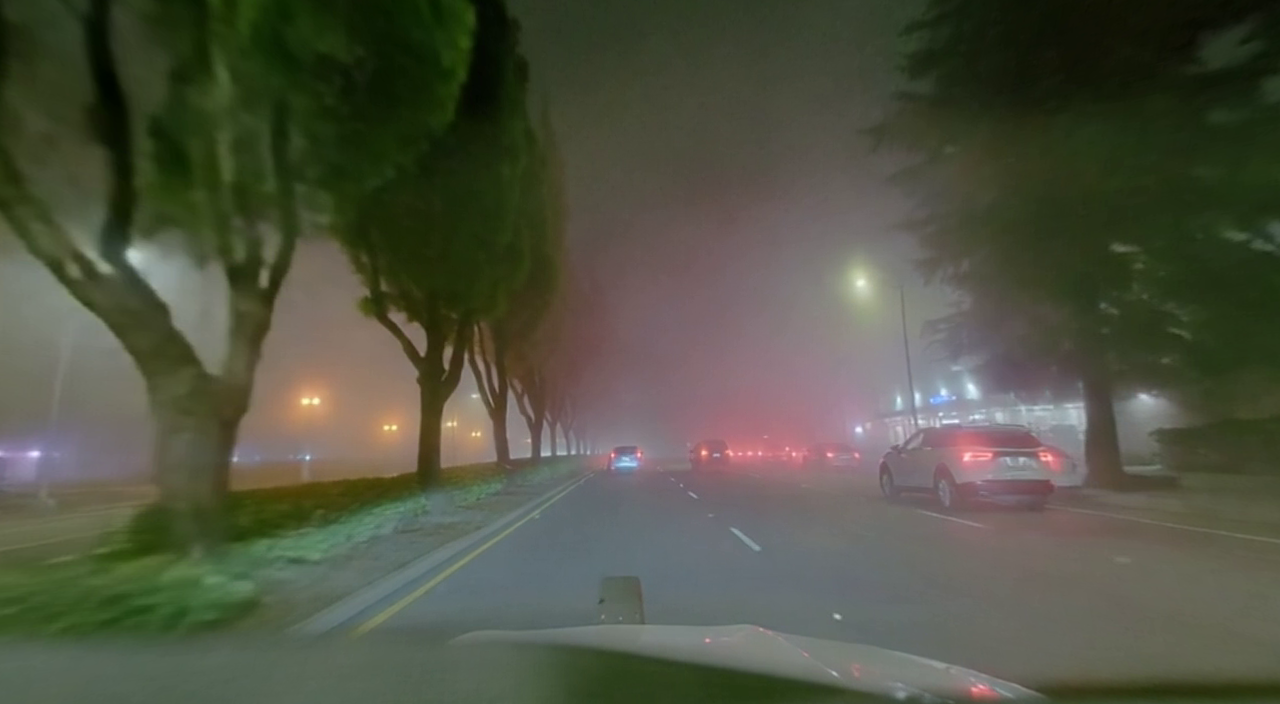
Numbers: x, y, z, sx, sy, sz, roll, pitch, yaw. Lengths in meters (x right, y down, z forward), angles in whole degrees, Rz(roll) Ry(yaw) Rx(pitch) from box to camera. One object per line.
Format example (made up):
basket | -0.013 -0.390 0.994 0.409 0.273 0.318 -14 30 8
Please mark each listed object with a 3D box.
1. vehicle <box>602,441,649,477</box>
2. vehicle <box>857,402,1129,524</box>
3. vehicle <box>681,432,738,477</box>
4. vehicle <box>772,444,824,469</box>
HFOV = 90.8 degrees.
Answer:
vehicle | -0.673 4.922 29.275 2.037 1.568 3.693 0 -8 -1
vehicle | 6.617 2.193 12.984 2.240 1.923 5.678 0 -8 -1
vehicle | 3.027 4.598 28.461 1.955 1.845 4.538 0 -8 -1
vehicle | 9.993 6.627 40.362 1.898 1.475 4.860 0 -8 -2
